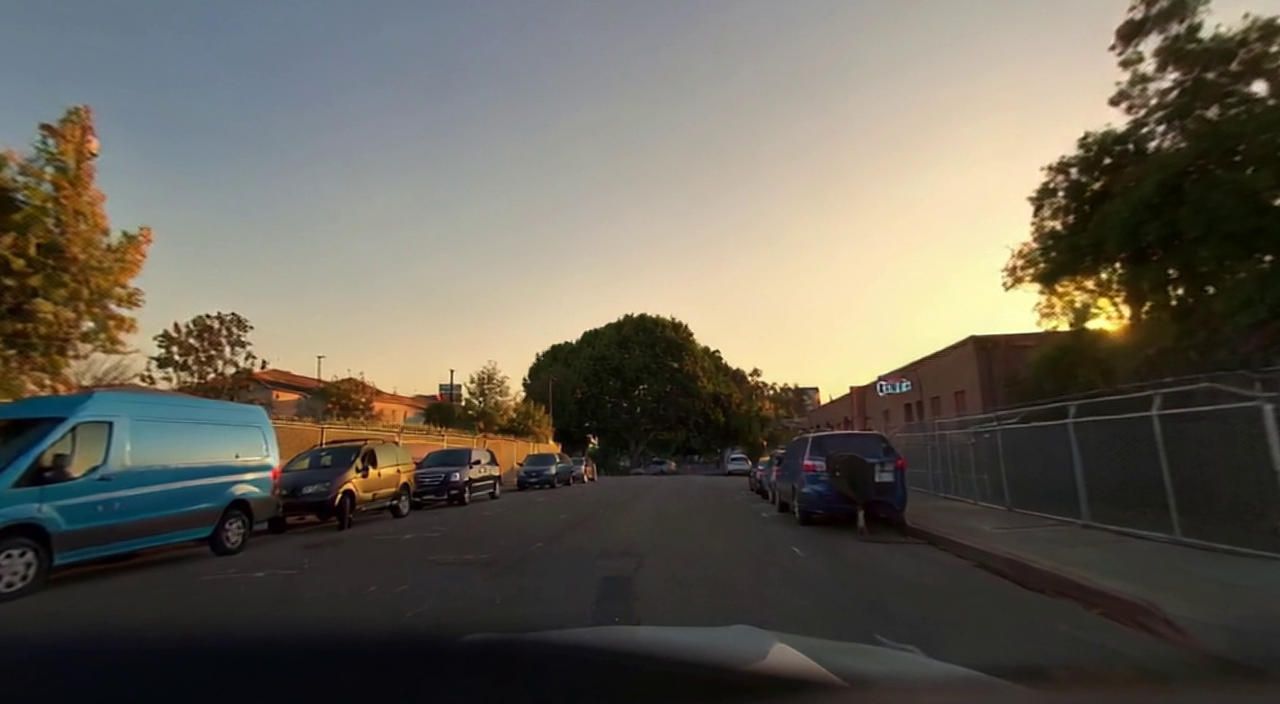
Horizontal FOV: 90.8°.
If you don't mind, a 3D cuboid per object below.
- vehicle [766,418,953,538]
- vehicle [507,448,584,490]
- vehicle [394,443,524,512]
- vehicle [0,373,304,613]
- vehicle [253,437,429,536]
[{"bbox_3d":[4.334,2.576,13.802,2.327,2.021,5.850,-1,-8,4],"label":"vehicle"},{"bbox_3d":[-4.703,5.910,32.503,2.504,1.919,5.658,-1,-8,7],"label":"vehicle"},{"bbox_3d":[-5.839,4.101,21.394,2.304,1.937,5.720,-2,-8,5],"label":"vehicle"},{"bbox_3d":[-7.246,1.786,8.643,2.435,2.308,4.937,-5,-8,3],"label":"vehicle"},{"bbox_3d":[-6.665,2.987,14.688,1.857,1.908,4.081,-1,-8,4],"label":"vehicle"}]
